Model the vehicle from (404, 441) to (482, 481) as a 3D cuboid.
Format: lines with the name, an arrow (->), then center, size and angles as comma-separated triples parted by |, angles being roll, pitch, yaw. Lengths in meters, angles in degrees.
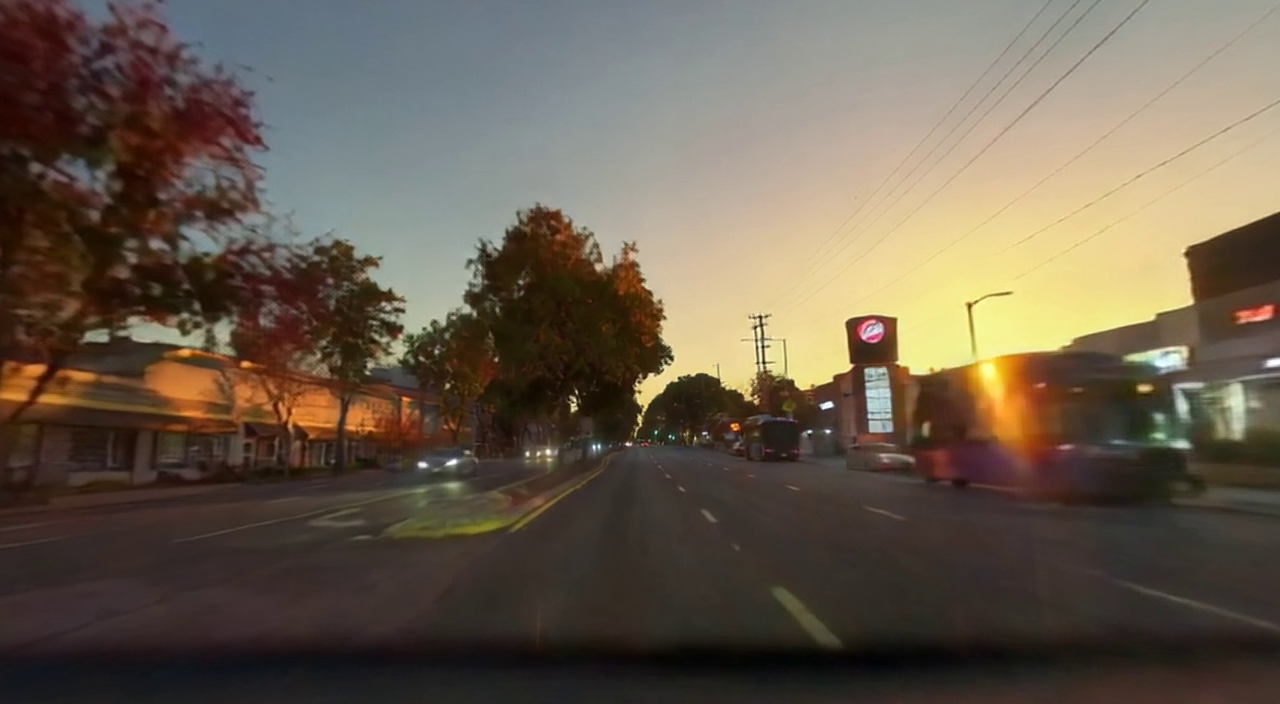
vehicle -> -8.931, 4.967, 29.174 | 1.939, 1.643, 4.975 | 0, -8, 1

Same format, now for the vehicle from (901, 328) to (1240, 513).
vehicle -> 9.944, 1.855, 16.214 | 2.897, 3.584, 7.857 | 0, -8, -2

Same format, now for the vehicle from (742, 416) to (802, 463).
vehicle -> 9.791, 6.610, 47.604 | 2.923, 3.249, 6.993 | 0, -8, 0
